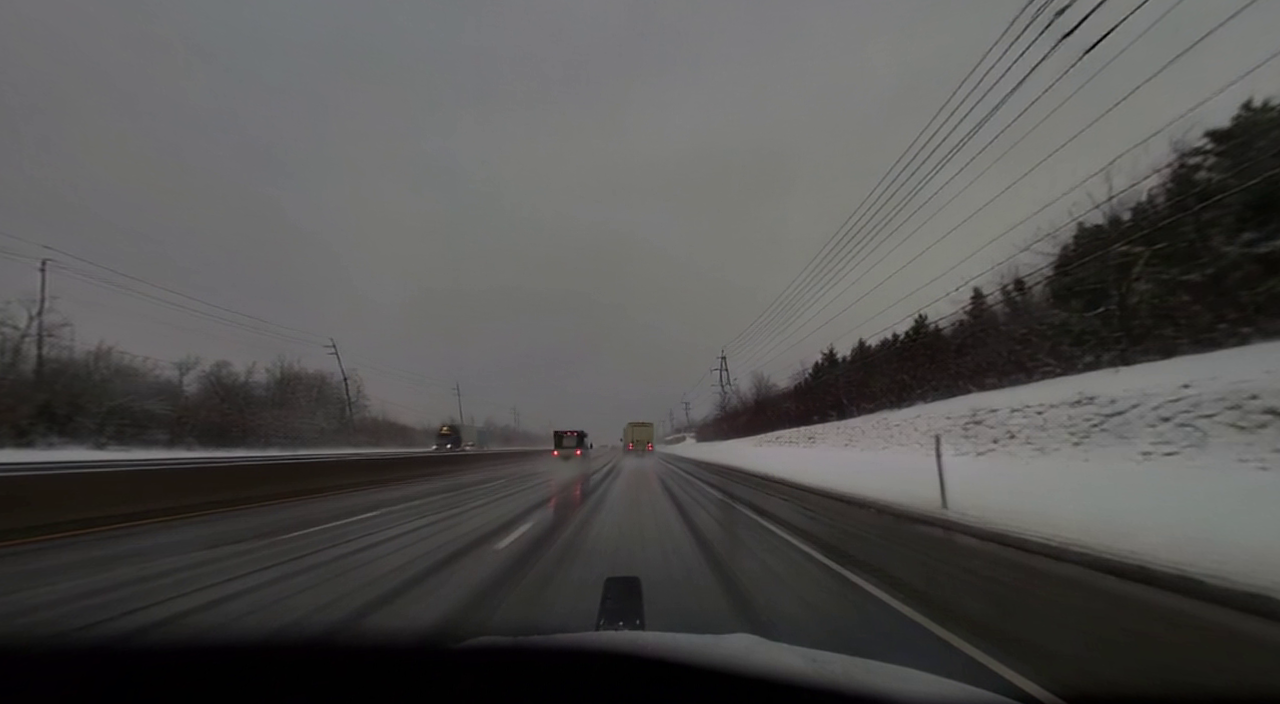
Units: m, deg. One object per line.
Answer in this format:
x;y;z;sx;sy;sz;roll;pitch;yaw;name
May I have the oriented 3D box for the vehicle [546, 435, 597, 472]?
-3.748;5.684;35.437;2.207;1.949;4.911;0;-9;1;vehicle
